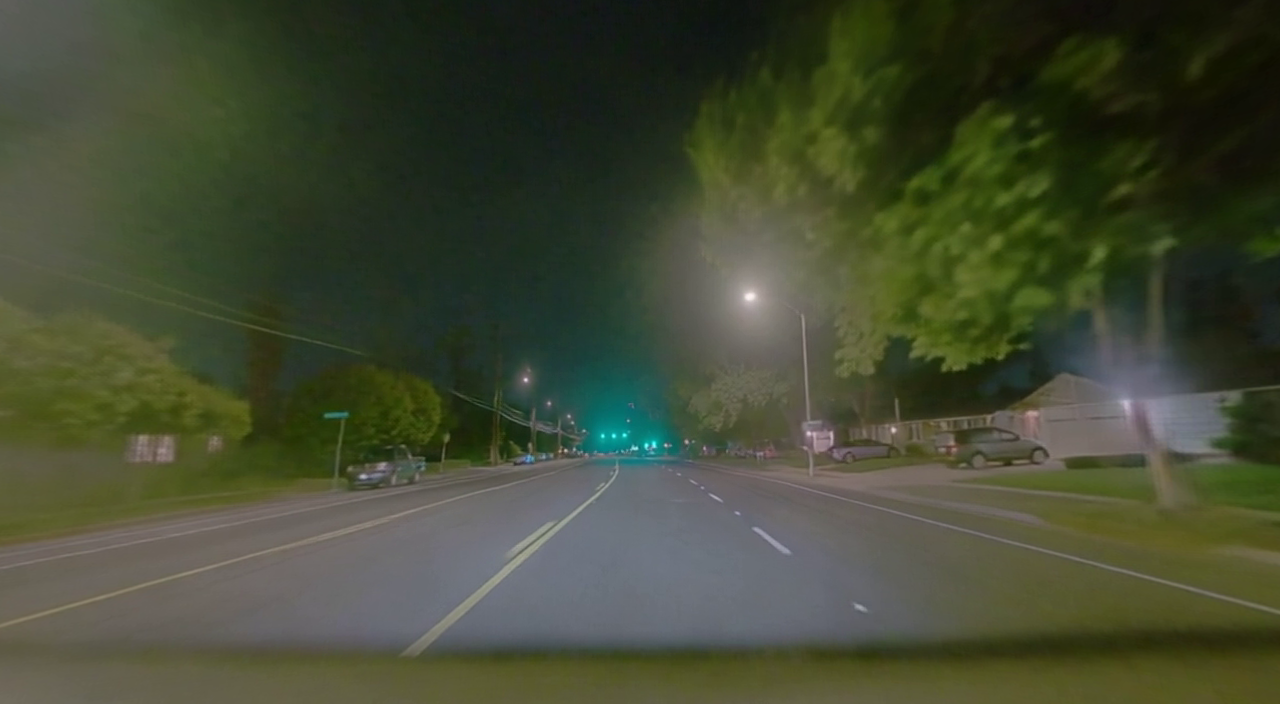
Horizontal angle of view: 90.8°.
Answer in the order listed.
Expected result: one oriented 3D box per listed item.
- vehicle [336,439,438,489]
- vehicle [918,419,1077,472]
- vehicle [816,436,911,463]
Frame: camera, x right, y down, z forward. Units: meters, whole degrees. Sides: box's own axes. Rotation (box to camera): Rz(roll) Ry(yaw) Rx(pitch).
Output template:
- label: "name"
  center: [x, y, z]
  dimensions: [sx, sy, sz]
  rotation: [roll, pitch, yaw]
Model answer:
- label: "vehicle"
  center: [-11.111, 5.003, 28.307]
  dimensions: [2.347, 1.960, 5.167]
  rotation: [-2, -10, 1]
- label: "vehicle"
  center: [13.709, 3.626, 24.455]
  dimensions: [4.793, 1.744, 2.055]
  rotation: [-3, -8, 0]
- label: "vehicle"
  center: [13.058, 5.720, 37.059]
  dimensions: [4.767, 1.557, 1.994]
  rotation: [0, -8, -1]
